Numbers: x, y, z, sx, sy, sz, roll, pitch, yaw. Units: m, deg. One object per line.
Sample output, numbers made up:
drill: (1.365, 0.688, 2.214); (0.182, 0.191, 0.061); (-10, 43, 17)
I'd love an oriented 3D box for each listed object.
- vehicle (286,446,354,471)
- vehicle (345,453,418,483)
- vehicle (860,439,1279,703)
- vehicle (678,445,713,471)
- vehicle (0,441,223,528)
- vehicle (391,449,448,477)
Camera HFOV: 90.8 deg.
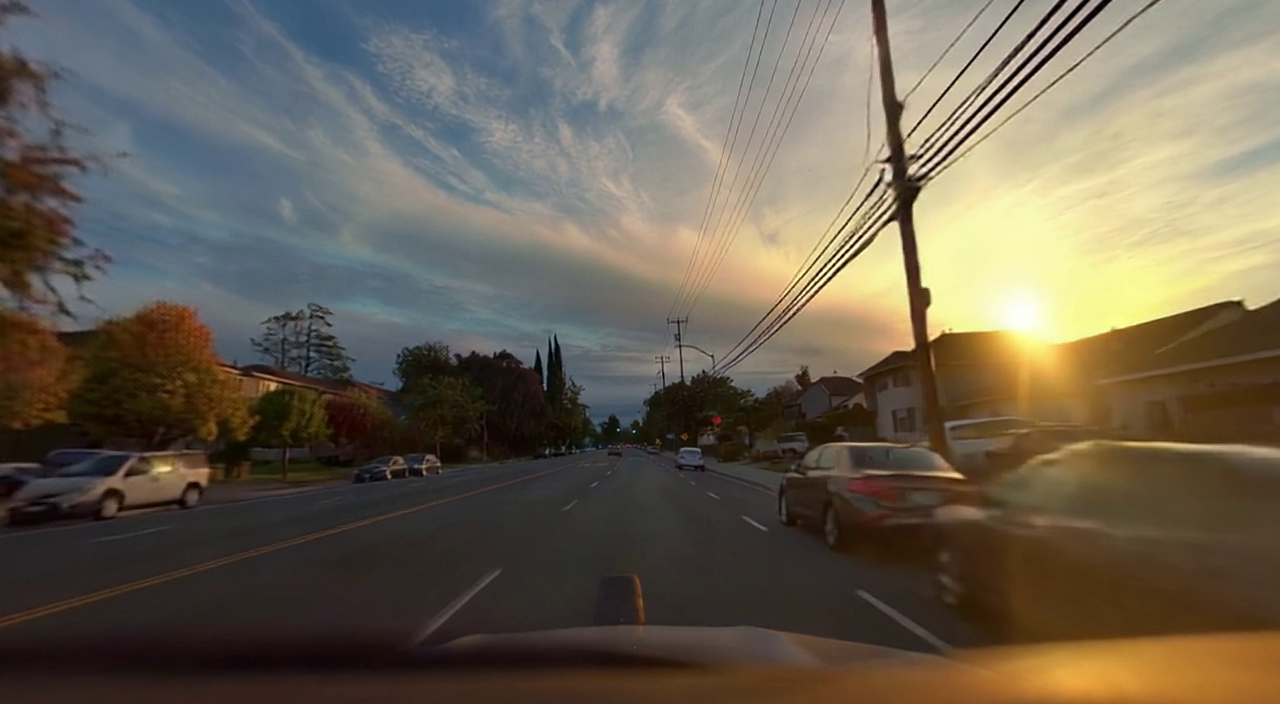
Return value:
vehicle: (-22.526, 7.533, 44.513); (3.803, 1.528, 1.812); (-3, -10, -2)
vehicle: (-14.060, 6.324, 34.656); (2.011, 1.480, 4.644); (0, -9, 0)
vehicle: (3.083, 1.232, 3.582); (1.866, 1.414, 4.604); (0, -9, -2)
vehicle: (3.550, 6.871, 41.165); (1.855, 1.518, 4.707); (0, -9, 0)
vehicle: (-13.625, 3.347, 16.706); (2.137, 1.852, 4.541); (-2, -8, -1)
vehicle: (-13.882, 6.999, 40.040); (1.916, 1.632, 4.440); (0, -9, 1)
